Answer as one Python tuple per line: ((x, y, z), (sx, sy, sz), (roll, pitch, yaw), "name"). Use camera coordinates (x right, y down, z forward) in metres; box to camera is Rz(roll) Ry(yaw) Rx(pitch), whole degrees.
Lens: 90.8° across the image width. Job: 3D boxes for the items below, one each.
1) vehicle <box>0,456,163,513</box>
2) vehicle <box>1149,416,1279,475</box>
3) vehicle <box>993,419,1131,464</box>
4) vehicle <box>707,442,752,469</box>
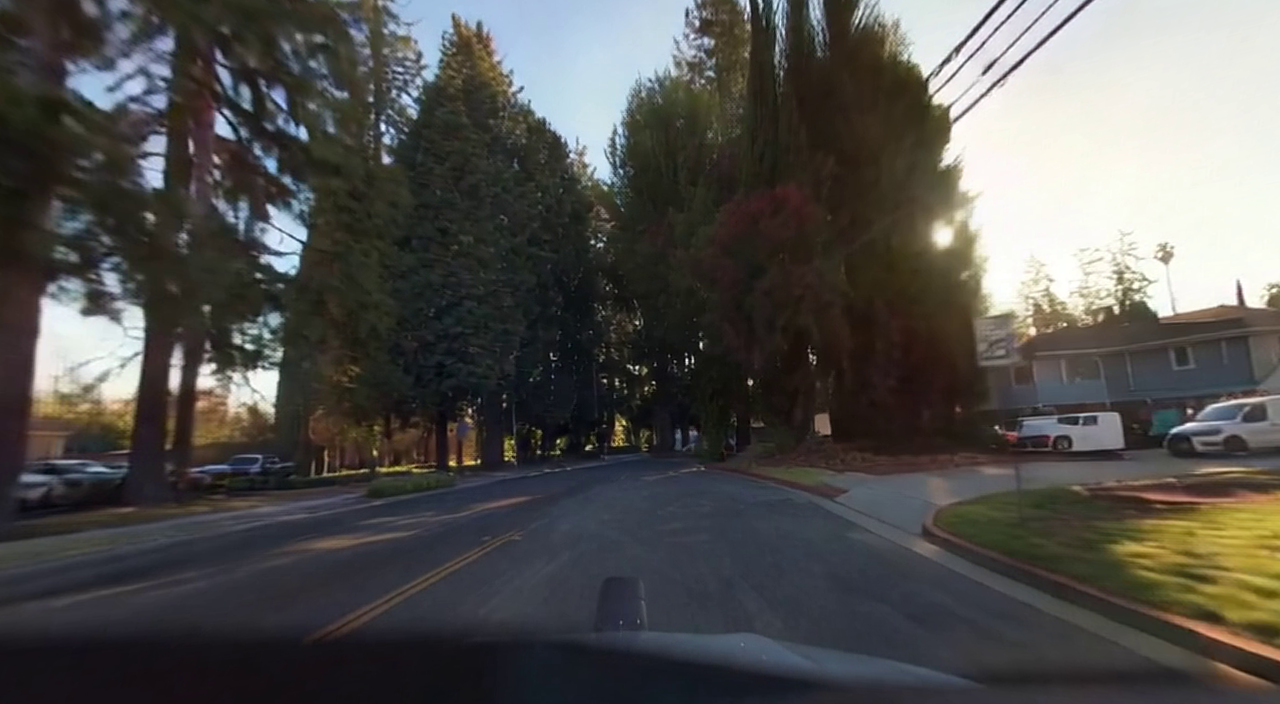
((-18.086, 4.177, 20.181), (4.123, 1.603, 1.906), (4, -9, -24), "vehicle")
((16.664, 2.436, 16.561), (4.727, 1.457, 1.958), (-1, -8, 7), "vehicle")
((16.708, 3.568, 25.198), (4.058, 1.697, 1.943), (0, -8, 2), "vehicle")
((4.967, 5.780, 35.525), (1.990, 1.435, 4.526), (0, -8, 2), "vehicle")
